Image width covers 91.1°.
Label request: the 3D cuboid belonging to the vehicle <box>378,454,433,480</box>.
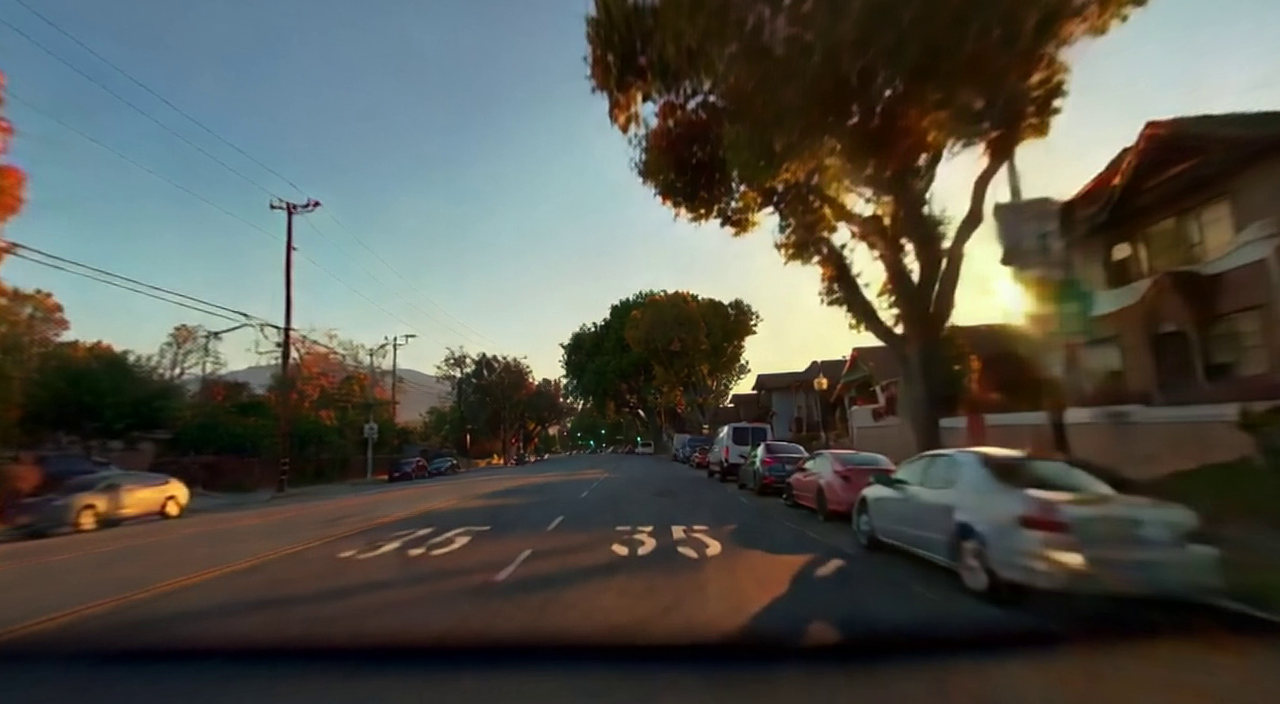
[{"bbox_3d":[-15.363,7.550,41.391,1.992,1.517,4.426,0,-9,-2],"label":"vehicle"}]

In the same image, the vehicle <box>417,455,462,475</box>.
[{"bbox_3d":[-15.471,8.737,48.711,1.944,1.454,4.581,0,-9,1],"label":"vehicle"}]

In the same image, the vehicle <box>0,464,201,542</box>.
[{"bbox_3d":[-13.162,3.520,15.253,1.821,1.468,4.408,0,-9,-1],"label":"vehicle"}]

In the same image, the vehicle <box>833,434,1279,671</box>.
[{"bbox_3d":[3.488,1.549,6.051,1.827,1.422,4.340,0,-9,0],"label":"vehicle"}]
